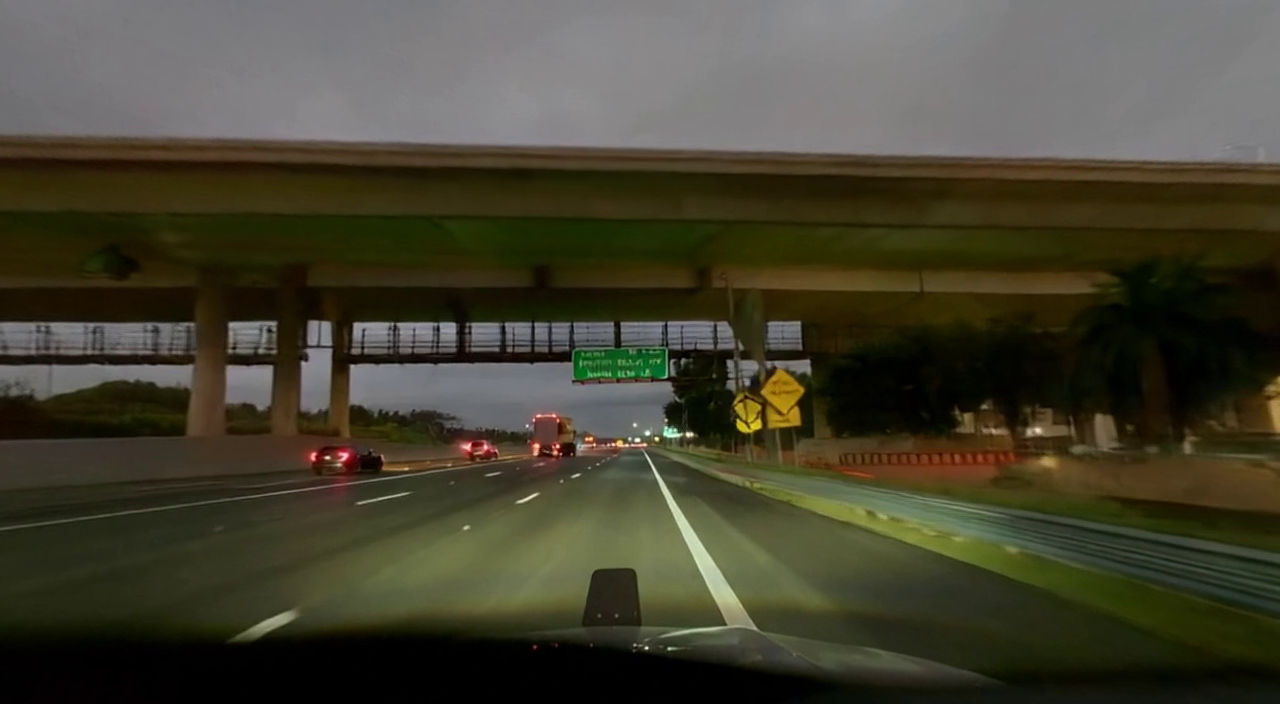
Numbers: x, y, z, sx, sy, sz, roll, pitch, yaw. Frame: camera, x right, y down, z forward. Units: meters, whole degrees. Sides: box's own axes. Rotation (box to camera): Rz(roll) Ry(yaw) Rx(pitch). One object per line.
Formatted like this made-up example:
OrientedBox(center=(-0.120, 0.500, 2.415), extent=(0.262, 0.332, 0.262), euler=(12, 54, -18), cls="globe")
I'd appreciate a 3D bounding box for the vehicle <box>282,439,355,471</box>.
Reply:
OrientedBox(center=(-18.919, 6.065, 37.427), extent=(1.932, 1.752, 4.541), euler=(0, -8, 0), cls="vehicle")
